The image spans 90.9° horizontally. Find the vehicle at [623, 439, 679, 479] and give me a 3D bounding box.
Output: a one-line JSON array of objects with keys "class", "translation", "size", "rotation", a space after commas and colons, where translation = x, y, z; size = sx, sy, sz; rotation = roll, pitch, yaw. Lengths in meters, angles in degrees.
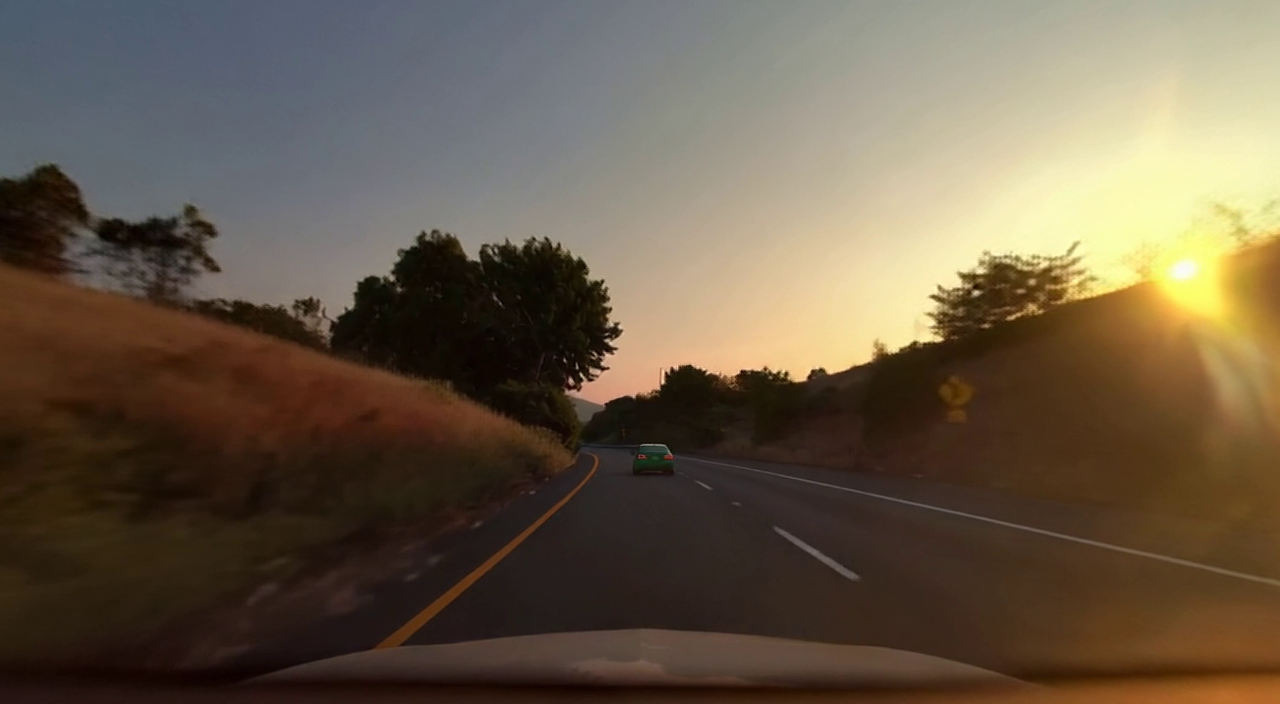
[{"class": "vehicle", "translation": [0.364, 4.328, 25.719], "size": [2.029, 1.474, 4.183], "rotation": [0, -8, -2]}]
